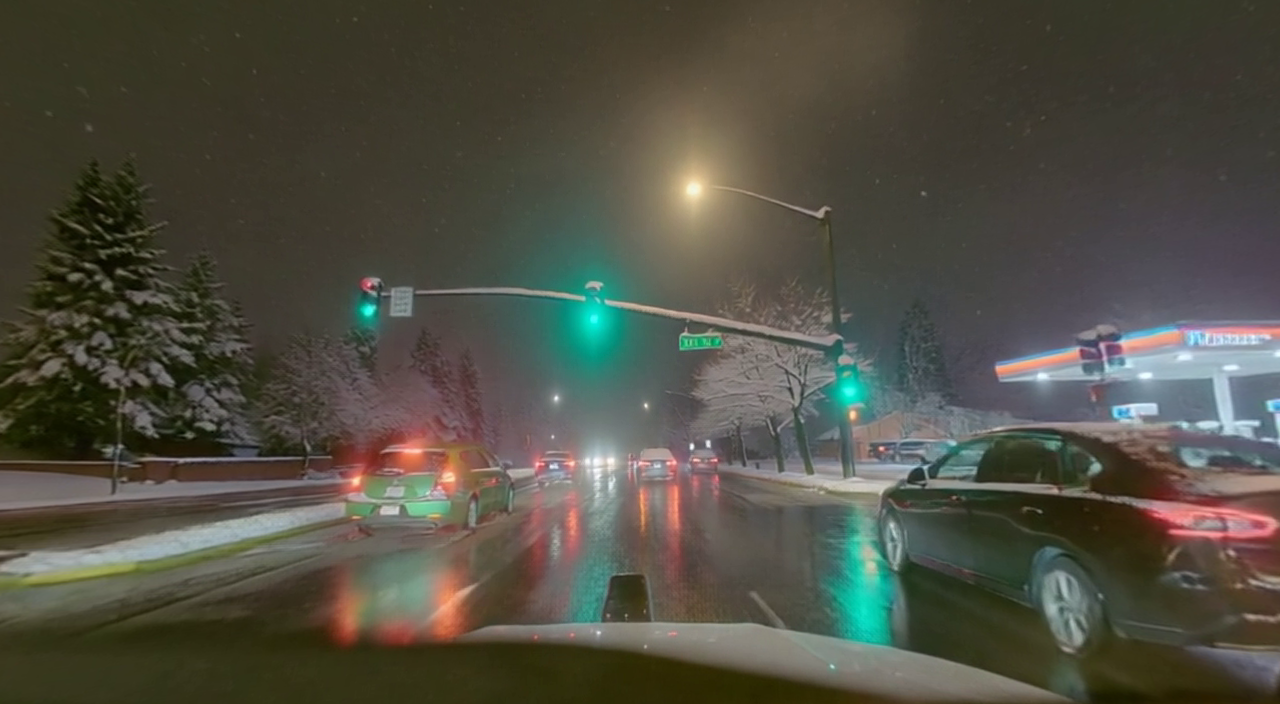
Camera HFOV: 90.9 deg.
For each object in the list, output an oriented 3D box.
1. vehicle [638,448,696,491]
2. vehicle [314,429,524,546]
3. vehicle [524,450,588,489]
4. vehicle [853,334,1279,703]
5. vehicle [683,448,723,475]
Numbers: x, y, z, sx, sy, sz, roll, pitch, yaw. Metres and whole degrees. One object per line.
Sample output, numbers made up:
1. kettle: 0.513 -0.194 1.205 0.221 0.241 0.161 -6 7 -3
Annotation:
1. vehicle: 0.944 4.372 23.811 1.994 1.433 3.894 0 -8 0
2. vehicle: -3.706 2.357 11.754 2.023 1.687 4.874 0 -8 2
3. vehicle: -3.418 4.860 26.482 1.995 1.436 4.500 0 -8 1
4. vehicle: 3.472 1.141 4.981 1.992 1.805 4.549 0 -8 1
5. vehicle: 3.769 6.626 38.320 1.920 1.479 4.548 0 -8 -1
